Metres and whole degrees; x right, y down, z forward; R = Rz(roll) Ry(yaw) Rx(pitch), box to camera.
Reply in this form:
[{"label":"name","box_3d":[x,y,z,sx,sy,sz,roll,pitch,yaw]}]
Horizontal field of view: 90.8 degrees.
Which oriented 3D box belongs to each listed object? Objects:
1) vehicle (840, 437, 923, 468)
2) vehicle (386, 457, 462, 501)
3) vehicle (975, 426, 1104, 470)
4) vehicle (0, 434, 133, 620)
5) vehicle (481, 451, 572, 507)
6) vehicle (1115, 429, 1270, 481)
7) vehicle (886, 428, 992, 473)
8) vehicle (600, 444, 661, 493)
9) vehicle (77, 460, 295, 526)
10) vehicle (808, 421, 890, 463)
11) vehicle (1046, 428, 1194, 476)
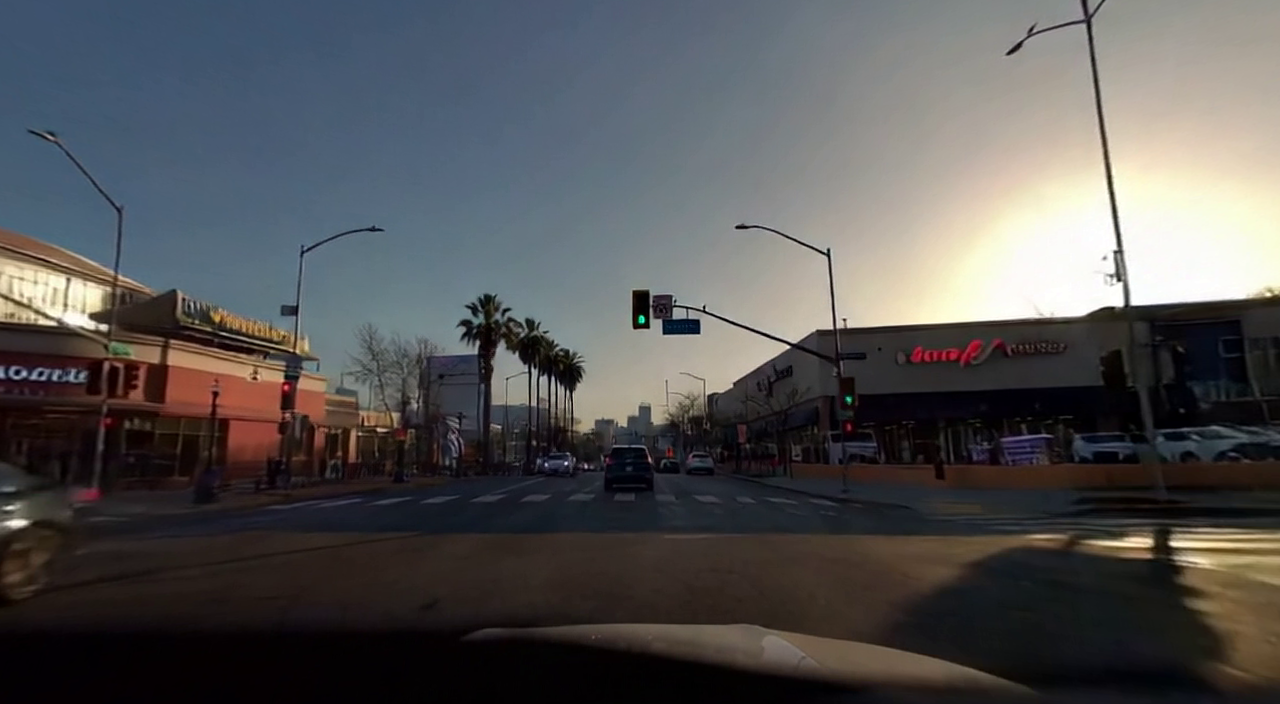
[{"label":"vehicle","box_3d":[11.641,4.942,30.811,2.598,1.299,3.611,-1,-11,0]},{"label":"vehicle","box_3d":[-9.163,5.381,27.081,1.866,1.541,3.953,-4,-9,-1]},{"label":"vehicle","box_3d":[14.390,3.544,23.123,1.797,1.443,4.451,0,-10,0]},{"label":"vehicle","box_3d":[-6.273,1.278,4.138,2.032,1.508,4.661,0,-9,0]},{"label":"vehicle","box_3d":[-3.333,3.821,19.409,1.921,1.491,4.332,-1,-9,1]},{"label":"vehicle","box_3d":[19.488,3.610,22.546,1.865,1.473,3.989,0,-4,-3]},{"label":"vehicle","box_3d":[11.689,3.995,25.137,1.899,1.550,4.531,-1,-11,-1]},{"label":"vehicle","box_3d":[-0.395,4.732,26.003,2.264,1.798,4.531,0,-9,-1]},{"label":"vehicle","box_3d":[-12.335,3.770,17.444,2.002,1.470,4.388,-8,-12,38]},{"label":"vehicle","box_3d":[11.632,5.176,35.670,2.652,2.045,5.359,-3,-10,-1]},{"label":"vehicle","box_3d":[16.910,3.537,22.599,1.850,1.509,4.297,0,-8,-1]}]
